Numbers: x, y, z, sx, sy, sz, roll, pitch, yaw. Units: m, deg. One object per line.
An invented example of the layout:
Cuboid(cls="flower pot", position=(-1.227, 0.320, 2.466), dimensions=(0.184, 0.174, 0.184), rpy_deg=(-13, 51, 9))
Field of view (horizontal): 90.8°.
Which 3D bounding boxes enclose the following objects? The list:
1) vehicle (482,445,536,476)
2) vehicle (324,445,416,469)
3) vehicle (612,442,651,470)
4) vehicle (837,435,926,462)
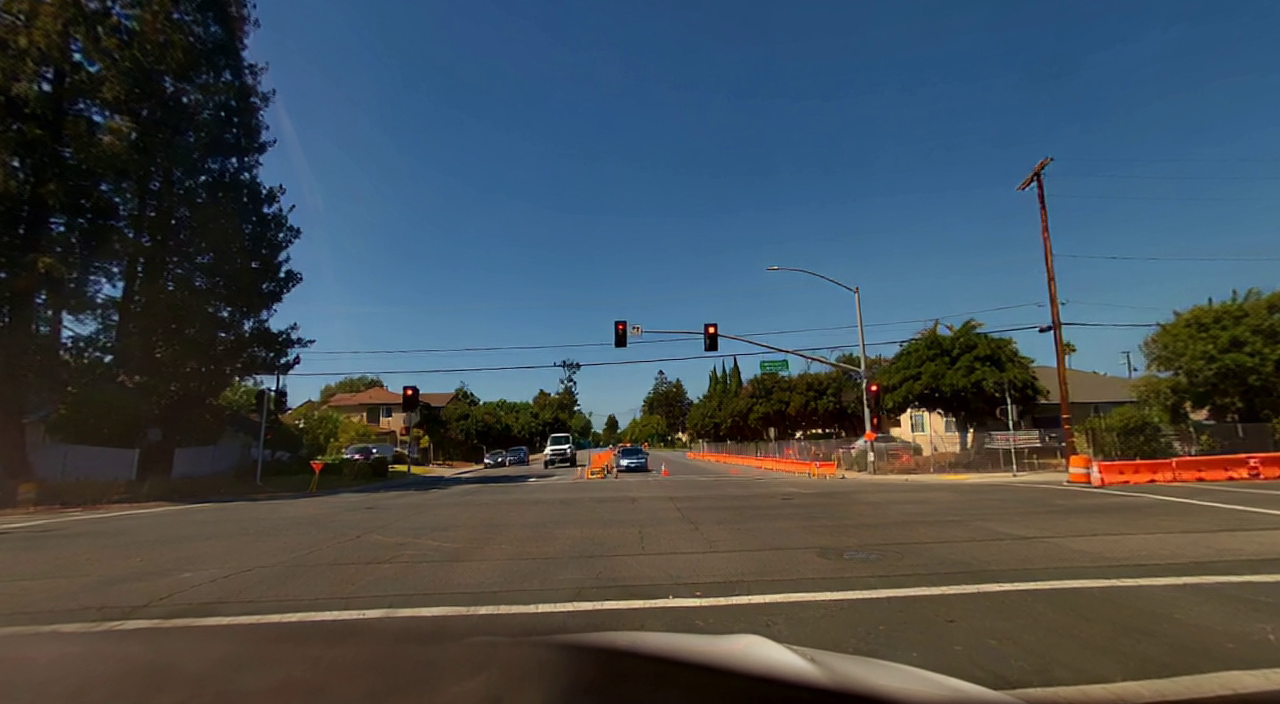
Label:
Cuboid(cls="vehicle", position=(-6.620, 5.525, 32.402), dimensions=(1.881, 1.452, 4.121), rpy_deg=(0, -8, 0))
Cuboid(cls="vehicle", position=(-16.401, 6.382, 38.596), dimensions=(4.713, 1.409, 1.918), rpy_deg=(0, -8, -2))
Cuboid(cls="vehicle", position=(-0.498, 5.965, 36.405), dimensions=(2.105, 1.457, 4.173), rpy_deg=(0, -8, -1))
Cuboid(cls="vehicle", position=(15.364, 6.175, 40.324), dimensions=(4.892, 1.656, 1.856), rpy_deg=(0, -8, 0))
